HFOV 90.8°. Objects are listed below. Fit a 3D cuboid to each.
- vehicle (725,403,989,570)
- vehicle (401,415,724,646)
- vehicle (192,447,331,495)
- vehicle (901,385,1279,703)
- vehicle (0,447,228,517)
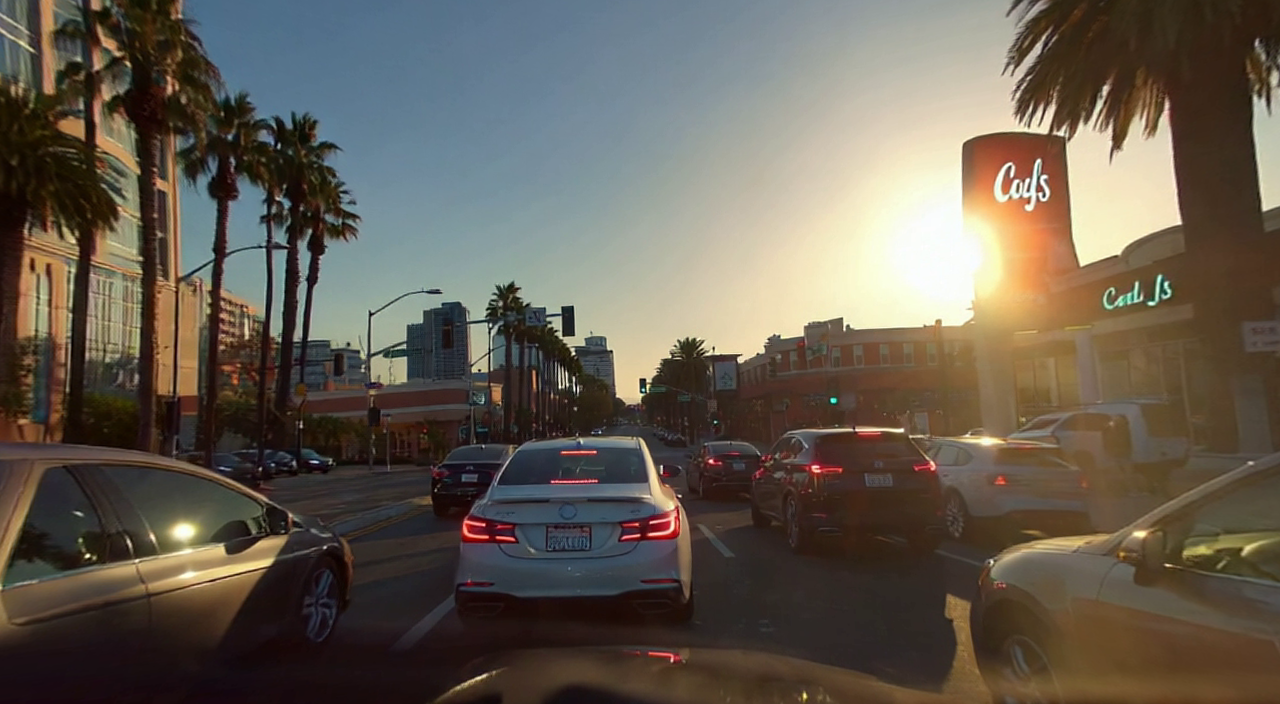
[{"bbox_3d":[2.639,1.775,9.078,2.096,1.775,4.440,0,-9,-1],"label":"vehicle"},{"bbox_3d":[-0.519,1.472,6.235,2.096,1.492,4.071,0,-9,0],"label":"vehicle"},{"bbox_3d":[-12.861,4.025,21.889,1.856,1.455,4.700,0,-9,0],"label":"vehicle"},{"bbox_3d":[2.620,0.812,1.481,2.085,1.469,4.458,0,-9,0],"label":"vehicle"},{"bbox_3d":[-12.857,3.142,15.928,1.870,1.475,4.531,0,-9,0],"label":"vehicle"}]
